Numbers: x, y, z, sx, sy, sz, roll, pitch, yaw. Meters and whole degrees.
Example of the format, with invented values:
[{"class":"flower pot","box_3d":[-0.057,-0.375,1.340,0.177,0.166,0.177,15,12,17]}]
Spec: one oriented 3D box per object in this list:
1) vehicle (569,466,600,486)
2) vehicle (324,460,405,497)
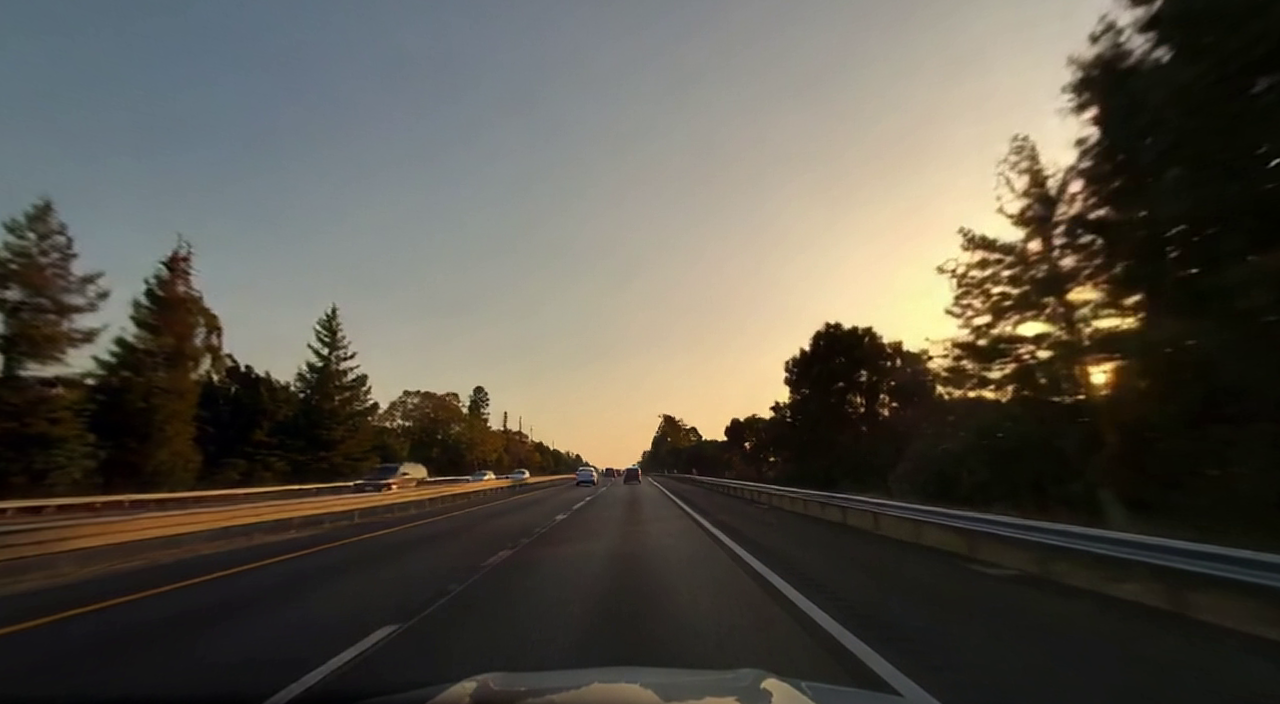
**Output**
[{"class":"vehicle","box_3d":[-4.328,9.761,49.490,2.088,1.466,3.939,1,-11,0]},{"class":"vehicle","box_3d":[-13.040,6.042,30.179,1.898,1.610,4.494,1,-11,-1]}]
